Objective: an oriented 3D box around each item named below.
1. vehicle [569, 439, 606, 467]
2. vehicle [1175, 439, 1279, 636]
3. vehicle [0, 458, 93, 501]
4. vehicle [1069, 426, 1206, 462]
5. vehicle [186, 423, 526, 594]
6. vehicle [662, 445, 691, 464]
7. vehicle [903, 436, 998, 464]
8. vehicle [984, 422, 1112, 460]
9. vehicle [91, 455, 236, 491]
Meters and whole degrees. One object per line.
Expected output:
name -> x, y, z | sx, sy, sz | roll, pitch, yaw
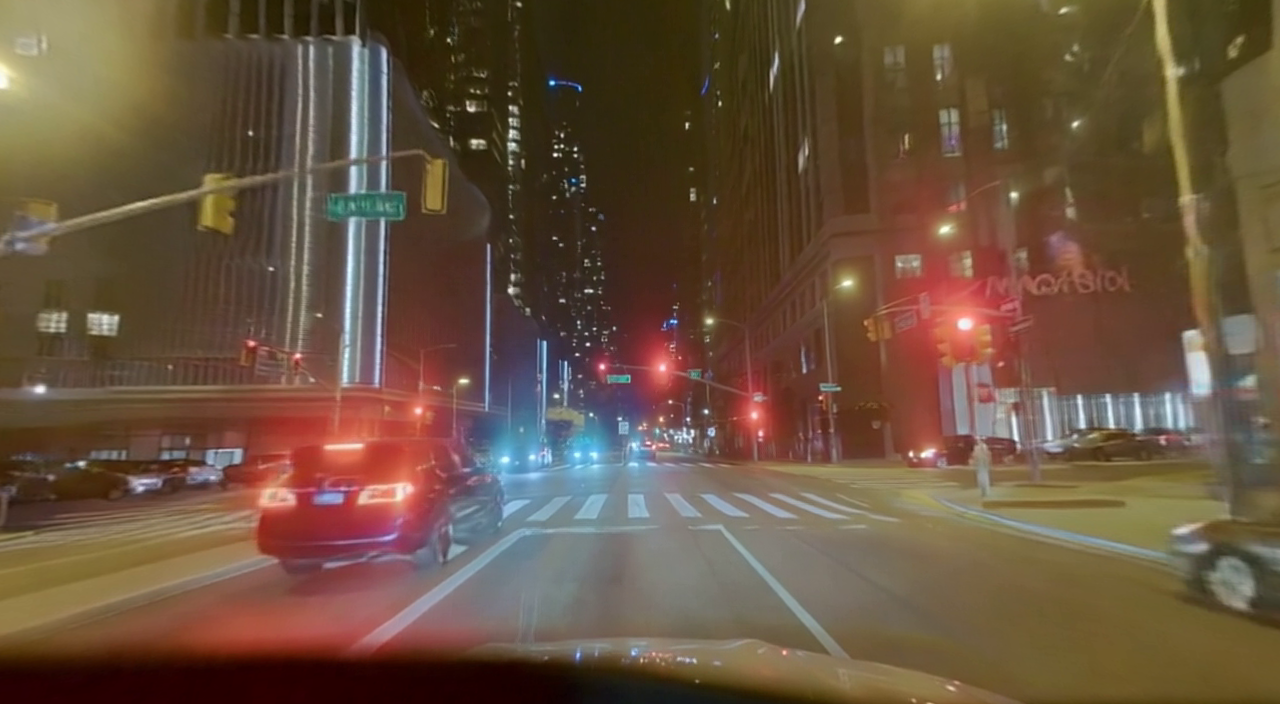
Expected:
vehicle -> -3.778, 7.394, 46.166 | 2.176, 1.804, 4.740 | -3, -9, 0
vehicle -> 5.835, 1.189, 3.335 | 1.929, 1.464, 4.494 | 0, -8, -3
vehicle -> -25.167, 5.164, 25.300 | 4.599, 1.429, 2.031 | -4, -7, -1
vehicle -> 22.222, 4.125, 28.281 | 4.475, 1.482, 2.026 | 1, -8, -1
vehicle -> -2.939, 1.725, 7.989 | 2.014, 1.480, 4.780 | 0, -8, 1
vehicle -> 2.786, 7.939, 49.064 | 1.919, 1.371, 3.583 | 0, -8, -1
vehicle -> 17.269, 5.468, 35.179 | 4.293, 1.495, 1.935 | 0, -8, -1
vehicle -> 20.237, 4.456, 31.430 | 4.827, 1.817, 2.190 | 0, -8, 0
vehicle -> -21.644, 5.508, 28.788 | 4.791, 1.506, 2.244 | 0, -8, 0
